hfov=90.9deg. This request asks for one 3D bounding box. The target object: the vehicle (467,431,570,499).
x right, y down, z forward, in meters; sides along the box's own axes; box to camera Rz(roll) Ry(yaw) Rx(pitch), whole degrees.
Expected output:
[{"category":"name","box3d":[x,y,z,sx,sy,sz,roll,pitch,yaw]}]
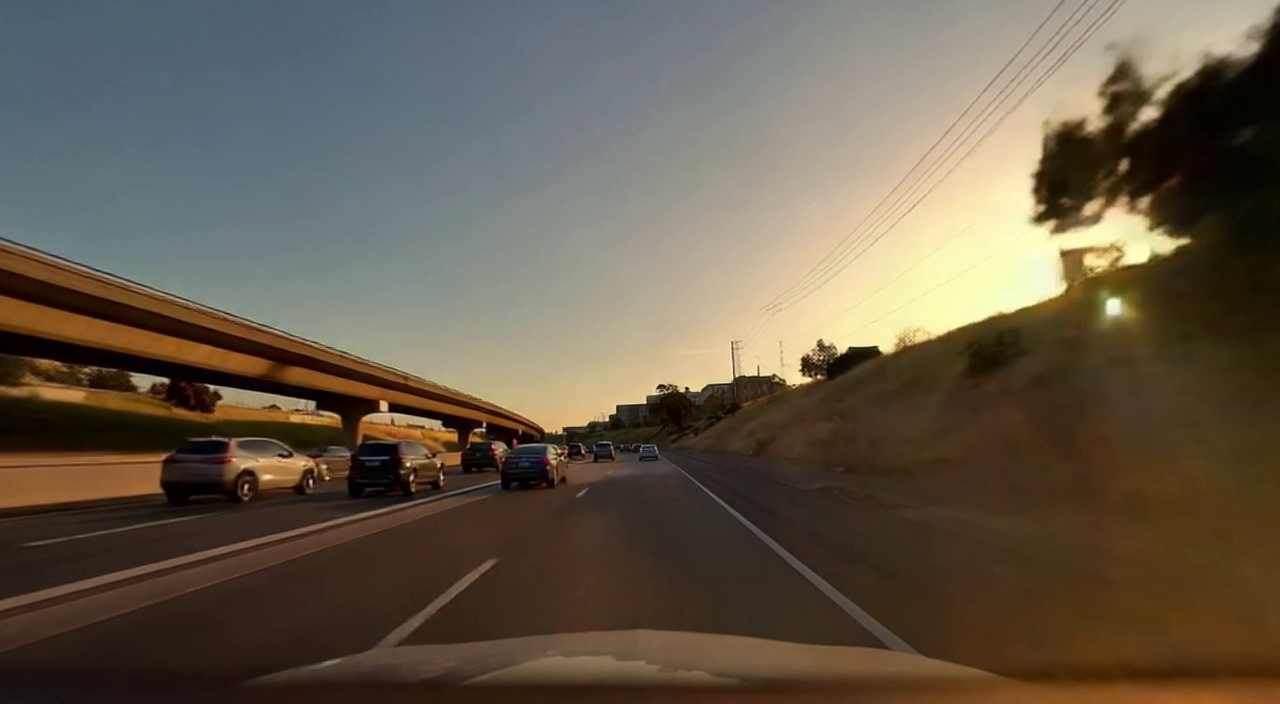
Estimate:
[{"category":"vehicle","box3d":[-3.421,3.268,18.673,2.052,1.731,4.372,0,-8,2]}]

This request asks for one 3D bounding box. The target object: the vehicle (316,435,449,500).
[{"category":"vehicle","box3d":[-7.227,3.255,18.222,1.959,1.652,4.170,0,-8,2]}]

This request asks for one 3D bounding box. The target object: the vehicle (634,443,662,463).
[{"category":"vehicle","box3d":[0.550,7.678,48.256,2.074,1.465,3.977,0,-8,-1]}]

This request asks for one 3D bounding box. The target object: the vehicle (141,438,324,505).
[{"category":"vehicle","box3d":[-11.097,3.255,17.709,1.951,1.628,4.617,0,-8,1]}]
